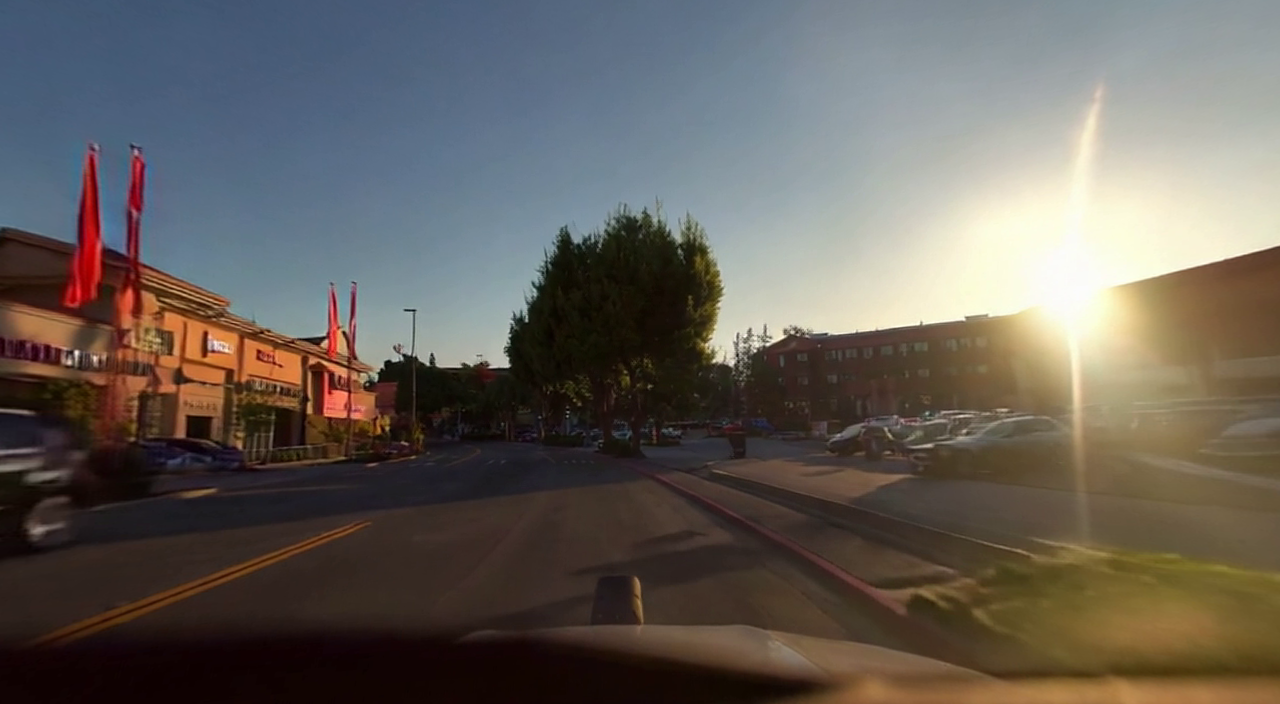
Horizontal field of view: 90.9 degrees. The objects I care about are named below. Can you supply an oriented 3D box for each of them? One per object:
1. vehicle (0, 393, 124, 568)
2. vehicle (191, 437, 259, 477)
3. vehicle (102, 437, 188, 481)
[{"bbox_3d":[-7.880,1.324,6.305,2.026,1.882,4.277,1,-8,-5],"label":"vehicle"},{"bbox_3d":[-17.736,4.447,27.065,1.778,1.584,2.802,3,-8,-20],"label":"vehicle"},{"bbox_3d":[-20.395,4.355,26.146,1.907,1.642,4.020,4,-9,-26],"label":"vehicle"}]
